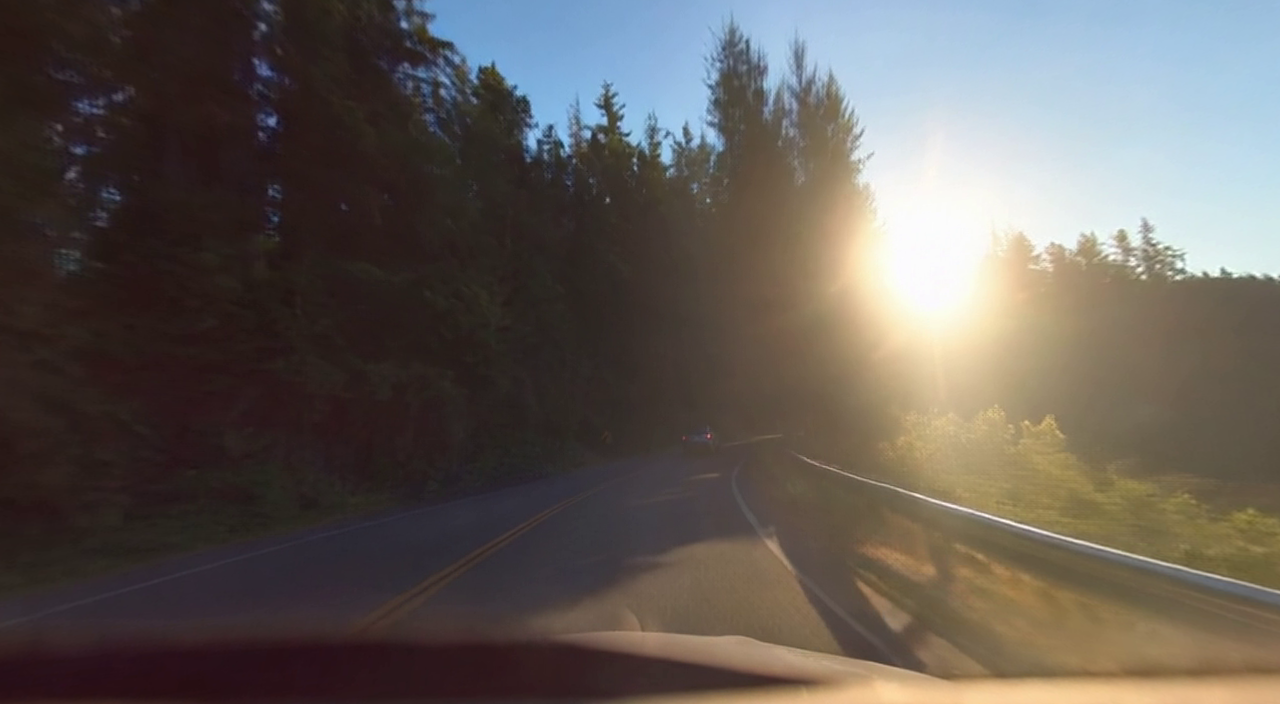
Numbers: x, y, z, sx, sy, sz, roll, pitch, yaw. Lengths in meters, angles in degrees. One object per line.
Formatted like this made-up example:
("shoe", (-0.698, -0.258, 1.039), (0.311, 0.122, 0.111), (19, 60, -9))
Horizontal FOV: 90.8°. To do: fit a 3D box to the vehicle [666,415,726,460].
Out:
("vehicle", (2.922, 4.329, 31.854), (2.469, 1.953, 5.605), (-5, -9, 9))
